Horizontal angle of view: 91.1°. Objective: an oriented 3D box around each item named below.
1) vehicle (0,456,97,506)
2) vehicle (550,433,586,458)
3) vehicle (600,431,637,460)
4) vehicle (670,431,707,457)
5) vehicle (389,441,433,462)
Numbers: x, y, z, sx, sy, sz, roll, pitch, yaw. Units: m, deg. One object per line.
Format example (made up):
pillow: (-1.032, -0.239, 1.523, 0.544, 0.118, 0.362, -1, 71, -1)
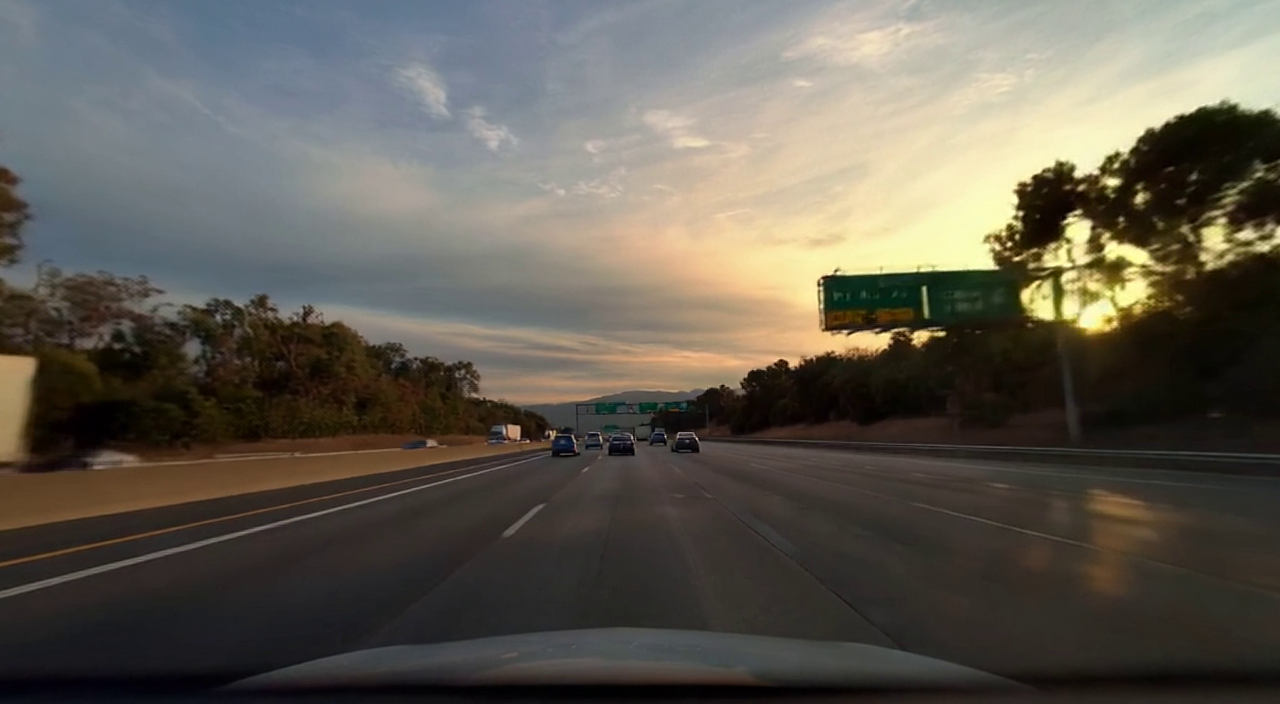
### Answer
vehicle: (-21.484, 4.362, 21.466, 1.815, 1.480, 4.547, 0, -8, -1)
vehicle: (-4.886, 6.397, 43.279, 2.046, 1.658, 4.008, 0, -8, 0)
vehicle: (-1.251, 5.574, 37.674, 2.119, 1.629, 3.946, 0, -8, -1)
vehicle: (3.210, 6.206, 42.651, 2.066, 1.673, 4.225, 0, -8, -2)
vehicle: (-17.883, 7.740, 49.255, 1.886, 1.517, 4.079, 0, -8, 0)
